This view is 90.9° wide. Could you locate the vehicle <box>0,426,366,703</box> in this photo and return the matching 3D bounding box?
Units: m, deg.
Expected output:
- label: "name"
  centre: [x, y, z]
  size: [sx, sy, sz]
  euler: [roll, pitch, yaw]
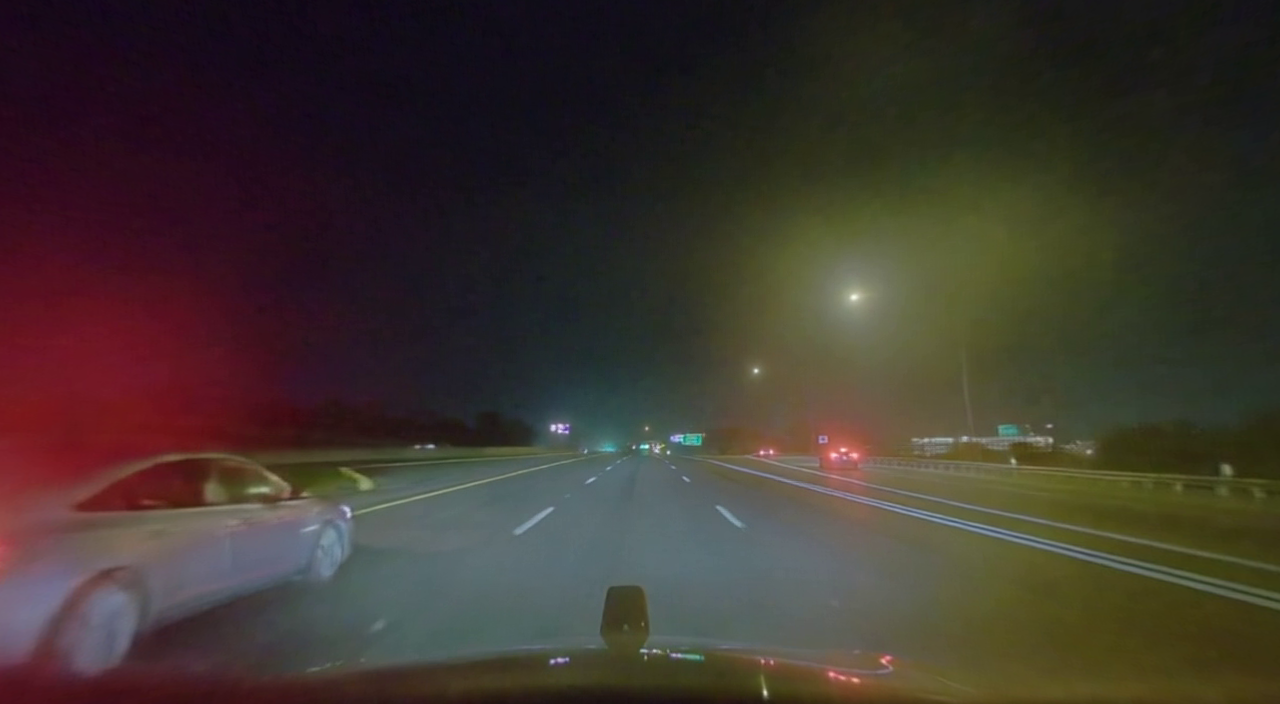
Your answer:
- label: "vehicle"
  centre: [-3.720, 1.284, 4.113]
  size: [1.968, 1.504, 3.892]
  euler: [-1, -8, 2]
